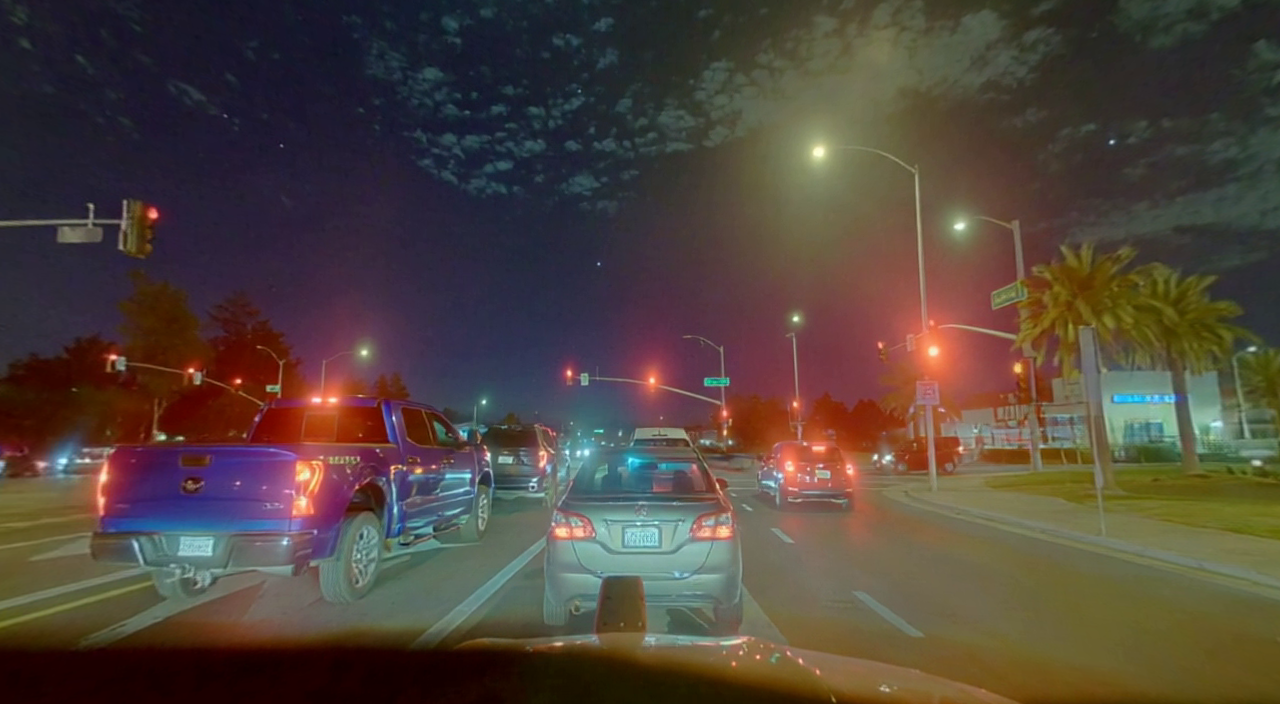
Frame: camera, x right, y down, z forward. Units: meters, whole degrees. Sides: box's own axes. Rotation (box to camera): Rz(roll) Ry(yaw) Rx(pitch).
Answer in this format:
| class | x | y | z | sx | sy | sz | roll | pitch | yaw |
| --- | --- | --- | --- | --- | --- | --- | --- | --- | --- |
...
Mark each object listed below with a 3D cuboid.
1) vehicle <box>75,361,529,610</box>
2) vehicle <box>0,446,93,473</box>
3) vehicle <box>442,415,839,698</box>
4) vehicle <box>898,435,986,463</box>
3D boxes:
| class | x | y | z | sx | sy | sz | roll | pitch | yaw |
| --- | --- | --- | --- | --- | --- | --- | --- | --- | --- |
| vehicle | -3.227 | 1.474 | 7.907 | 2.330 | 1.969 | 5.626 | -1 | -8 | 3 |
| vehicle | -37.097 | 6.633 | 38.869 | 4.576 | 1.617 | 1.937 | 0 | -8 | 2 |
| vehicle | 0.032 | 1.405 | 5.512 | 2.122 | 1.501 | 4.152 | 0 | -8 | 1 |
| vehicle | 18.839 | 6.080 | 39.298 | 4.466 | 1.717 | 1.963 | 0 | -8 | 2 |
